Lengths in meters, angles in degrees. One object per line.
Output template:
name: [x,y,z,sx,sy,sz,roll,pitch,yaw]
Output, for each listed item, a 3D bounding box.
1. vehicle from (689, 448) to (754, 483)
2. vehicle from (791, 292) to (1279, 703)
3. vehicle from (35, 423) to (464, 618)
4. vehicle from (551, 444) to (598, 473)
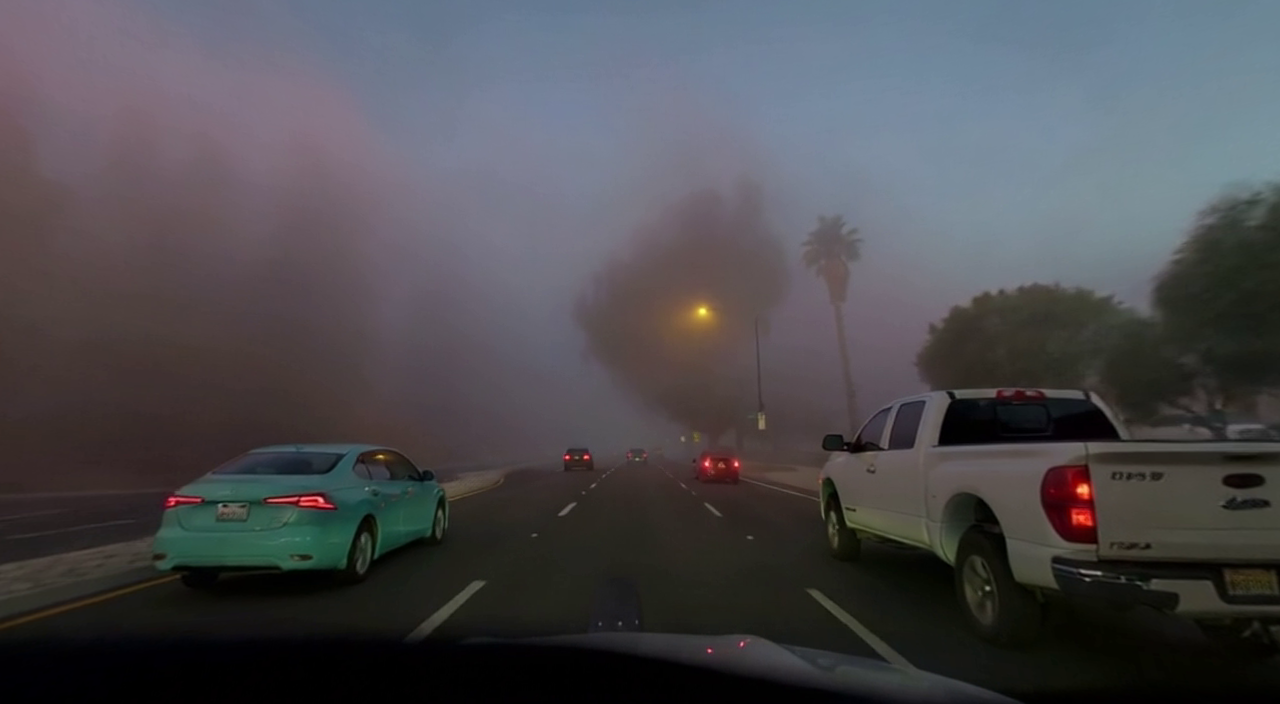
vehicle: [3.538,5.052,28.410,2.149,1.421,4.805,0,-9,-1]
vehicle: [3.299,1.165,5.583,2.478,2.030,5.723,0,-9,0]
vehicle: [-3.658,1.650,7.137,2.094,1.509,4.286,0,-9,0]
vehicle: [-3.714,6.151,36.568,2.263,1.548,4.555,0,-9,0]
